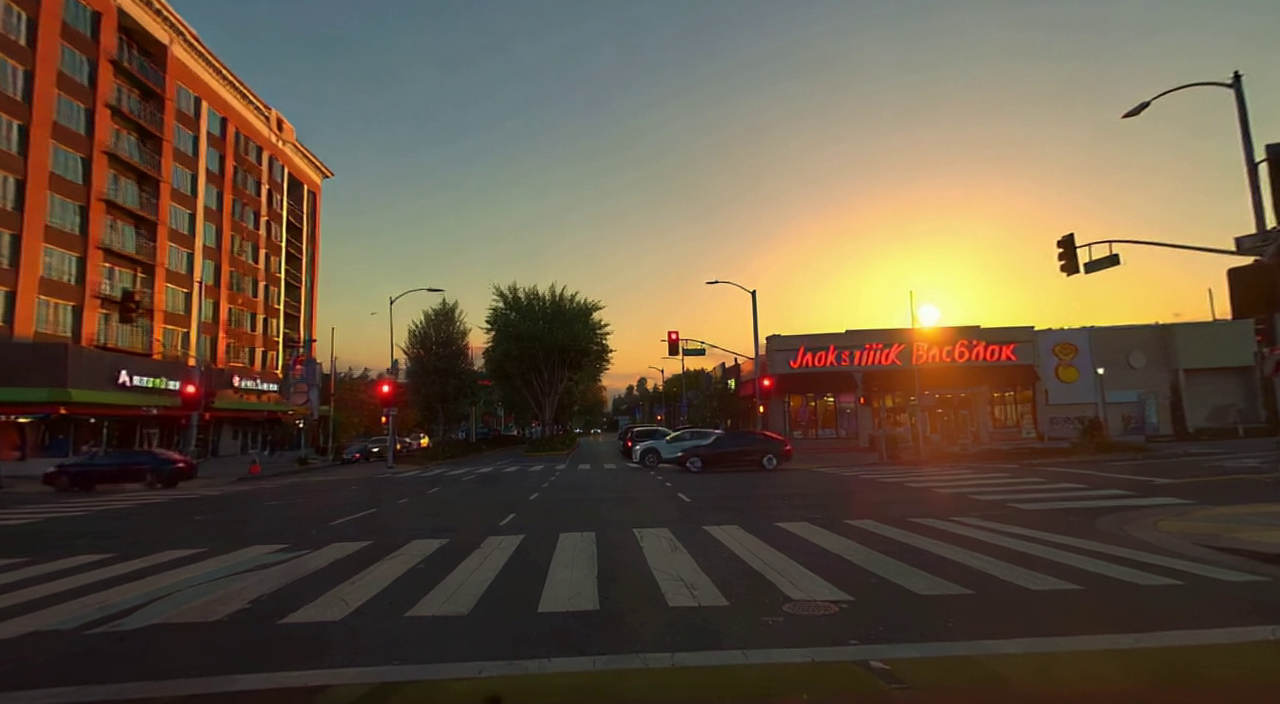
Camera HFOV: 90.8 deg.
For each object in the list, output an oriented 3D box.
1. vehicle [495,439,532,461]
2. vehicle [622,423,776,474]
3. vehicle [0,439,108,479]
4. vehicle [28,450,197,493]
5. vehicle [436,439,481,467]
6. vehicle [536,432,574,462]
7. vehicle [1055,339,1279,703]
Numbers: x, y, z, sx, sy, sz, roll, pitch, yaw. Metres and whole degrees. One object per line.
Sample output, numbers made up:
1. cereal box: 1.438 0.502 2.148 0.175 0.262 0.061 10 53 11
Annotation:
1. vehicle: -8.636 6.726 43.486 1.906 1.402 4.904 0 -8 -5
2. vehicle: 1.842 3.107 20.406 4.612 1.521 1.811 1 -9 -10
3. vehicle: -31.535 5.619 33.551 2.205 1.903 5.877 1 -9 -10
4. vehicle: -19.473 4.400 23.509 4.475 1.458 1.681 1 -9 -8
5. vehicle: -10.890 6.098 38.212 1.885 1.545 4.124 1 -8 -6
6. vehicle: -5.137 5.805 38.651 1.976 1.683 4.117 0 -8 -4
7. vehicle: 3.016 0.615 0.875 1.866 1.654 4.354 0 -8 0
